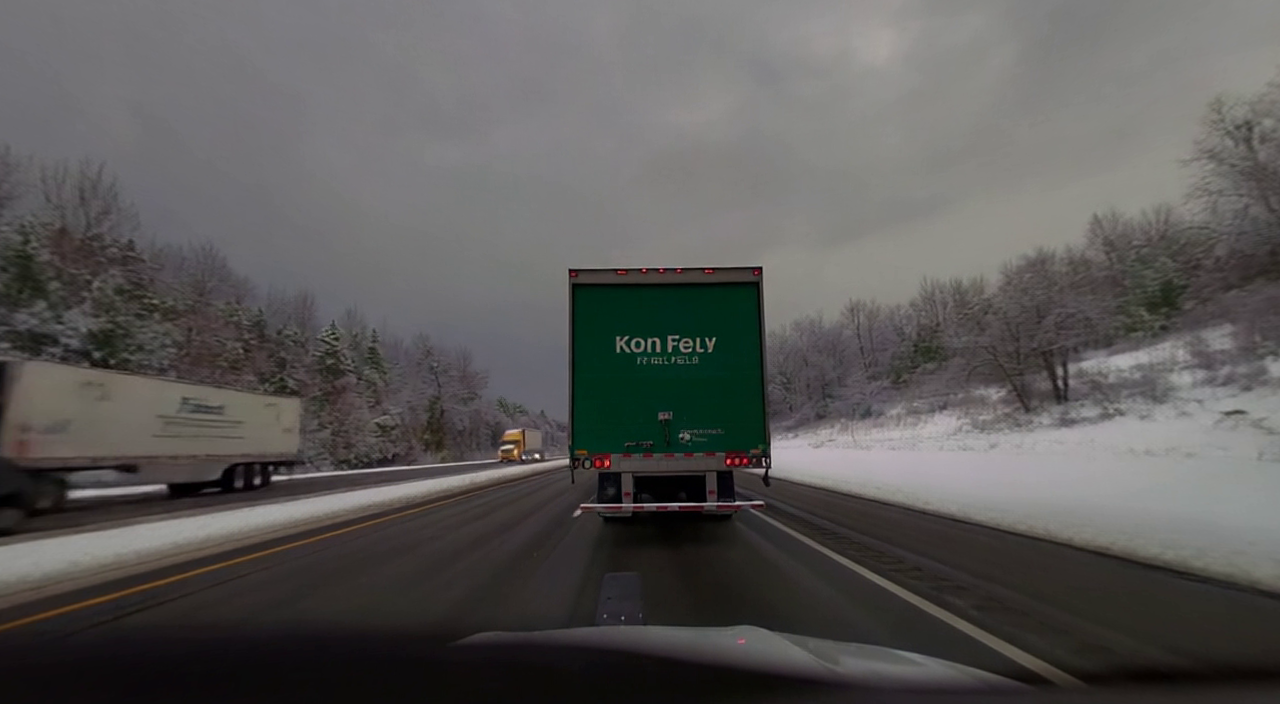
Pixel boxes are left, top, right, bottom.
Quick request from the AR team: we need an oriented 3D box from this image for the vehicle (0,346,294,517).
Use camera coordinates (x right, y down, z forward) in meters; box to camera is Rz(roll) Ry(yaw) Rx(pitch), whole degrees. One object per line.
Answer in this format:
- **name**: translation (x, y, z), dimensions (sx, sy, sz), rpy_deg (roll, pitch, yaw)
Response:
- **vehicle**: translation (-16.581, 2.781, 20.657), dimensions (2.836, 4.015, 13.173), rpy_deg (0, -9, 1)

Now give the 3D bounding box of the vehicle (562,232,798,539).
- **vehicle**: translation (0.512, 1.521, 16.064), dimensions (3.230, 4.377, 14.405), rpy_deg (0, -9, 0)
